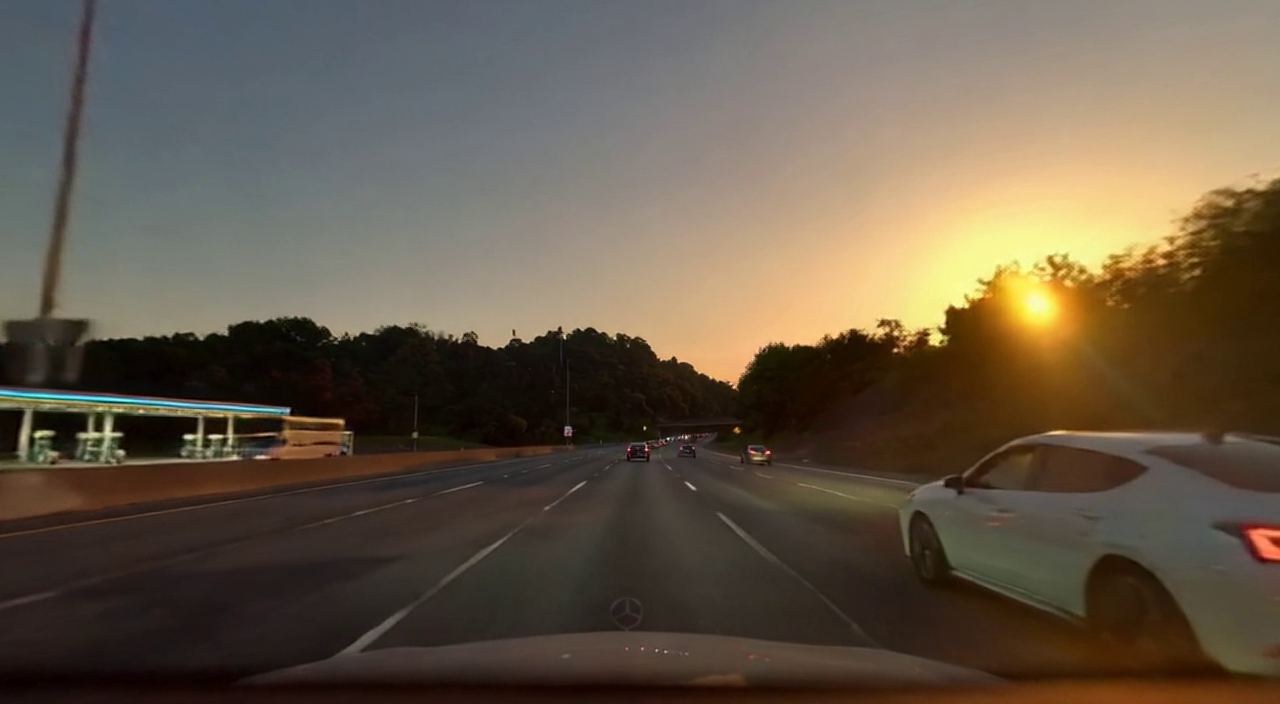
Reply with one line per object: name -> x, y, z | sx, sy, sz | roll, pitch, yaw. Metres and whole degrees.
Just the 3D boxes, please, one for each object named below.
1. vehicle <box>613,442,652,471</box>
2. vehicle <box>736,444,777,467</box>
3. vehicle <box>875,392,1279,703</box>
vehicle -> -0.422, 5.759, 34.980 | 1.999, 1.473, 4.351 | 0, -8, -1
vehicle -> 7.666, 6.848, 41.987 | 1.867, 1.463, 4.295 | 0, -8, -1
vehicle -> 3.540, 1.174, 4.225 | 2.172, 1.490, 4.668 | 0, -8, 1
